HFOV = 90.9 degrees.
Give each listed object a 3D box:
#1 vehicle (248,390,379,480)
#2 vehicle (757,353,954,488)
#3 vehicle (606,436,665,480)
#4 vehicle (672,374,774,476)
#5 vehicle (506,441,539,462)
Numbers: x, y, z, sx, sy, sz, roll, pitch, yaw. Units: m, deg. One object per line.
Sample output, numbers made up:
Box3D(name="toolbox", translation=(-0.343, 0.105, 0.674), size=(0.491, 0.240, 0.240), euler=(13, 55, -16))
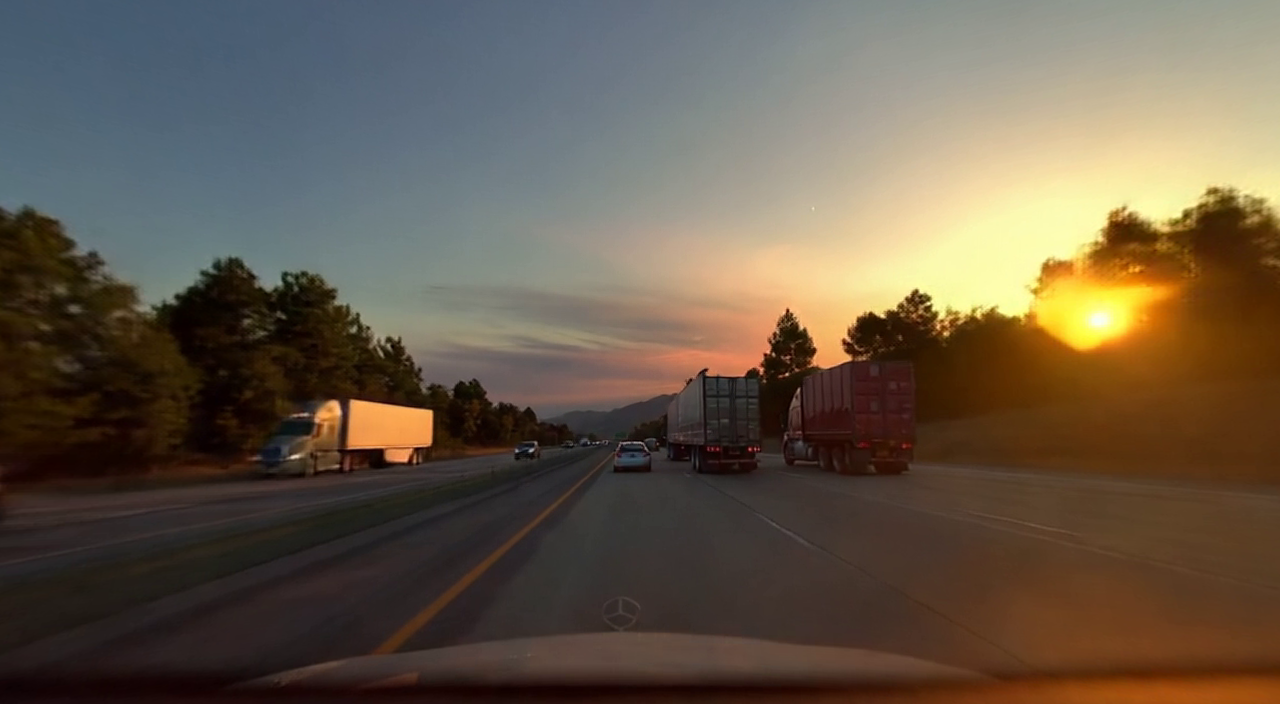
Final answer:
Box3D(name="vehicle", translation=(-16.917, 4.439, 33.387), size=(3.135, 4.207, 7.042), euler=(0, -8, -1))
Box3D(name="vehicle", translation=(7.869, 2.987, 26.285), size=(2.876, 4.111, 14.145), euler=(0, -8, -1))
Box3D(name="vehicle", translation=(-0.201, 3.894, 23.544), size=(2.038, 1.477, 3.773), euler=(0, -8, -1))
Box3D(name="vehicle", translation=(3.712, 3.872, 32.530), size=(2.888, 4.099, 14.183), euler=(0, -8, -2))
Box3D(name="vehicle", translation=(-8.985, 7.559, 48.257), size=(1.841, 1.488, 3.664), euler=(0, -8, -1))
